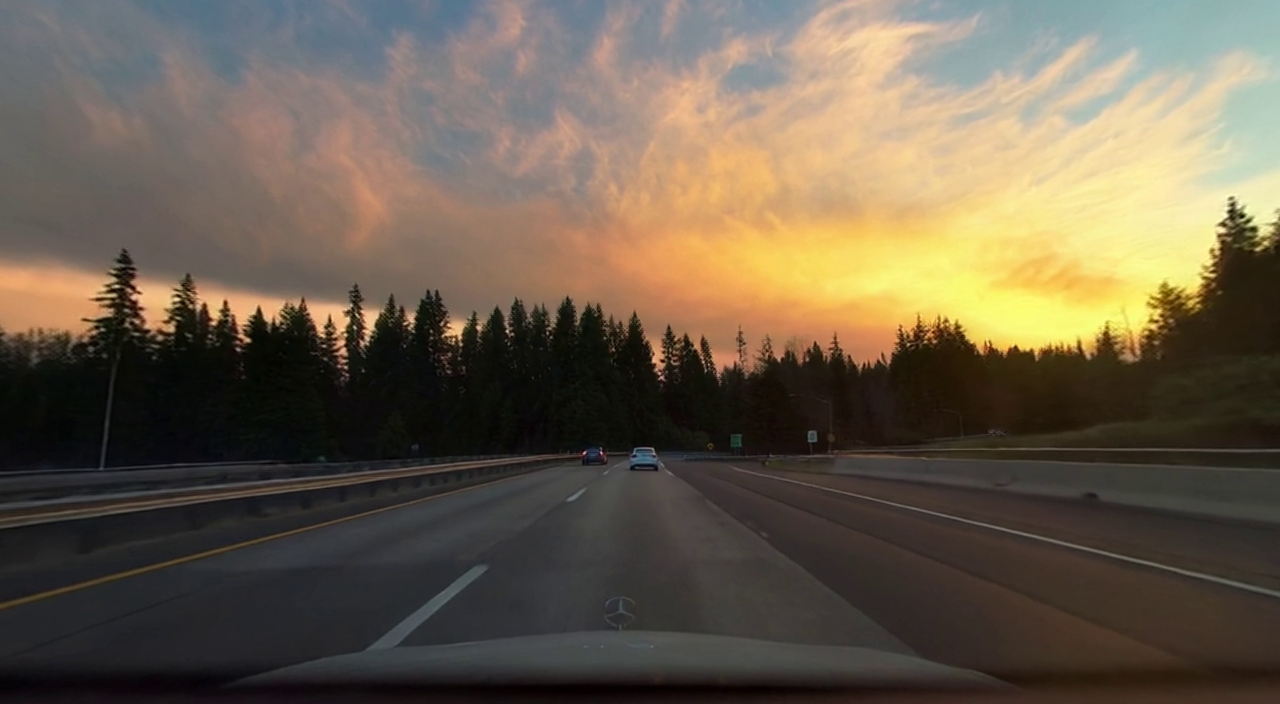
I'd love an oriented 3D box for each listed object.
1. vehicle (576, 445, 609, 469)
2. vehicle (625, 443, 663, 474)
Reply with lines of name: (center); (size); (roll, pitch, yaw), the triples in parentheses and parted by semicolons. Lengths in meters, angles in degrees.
vehicle: (-3.576, 8.047, 48.421); (2.130, 1.741, 4.665); (0, -9, 1)
vehicle: (0.226, 6.141, 36.412); (2.130, 1.684, 3.826); (0, -9, 0)
